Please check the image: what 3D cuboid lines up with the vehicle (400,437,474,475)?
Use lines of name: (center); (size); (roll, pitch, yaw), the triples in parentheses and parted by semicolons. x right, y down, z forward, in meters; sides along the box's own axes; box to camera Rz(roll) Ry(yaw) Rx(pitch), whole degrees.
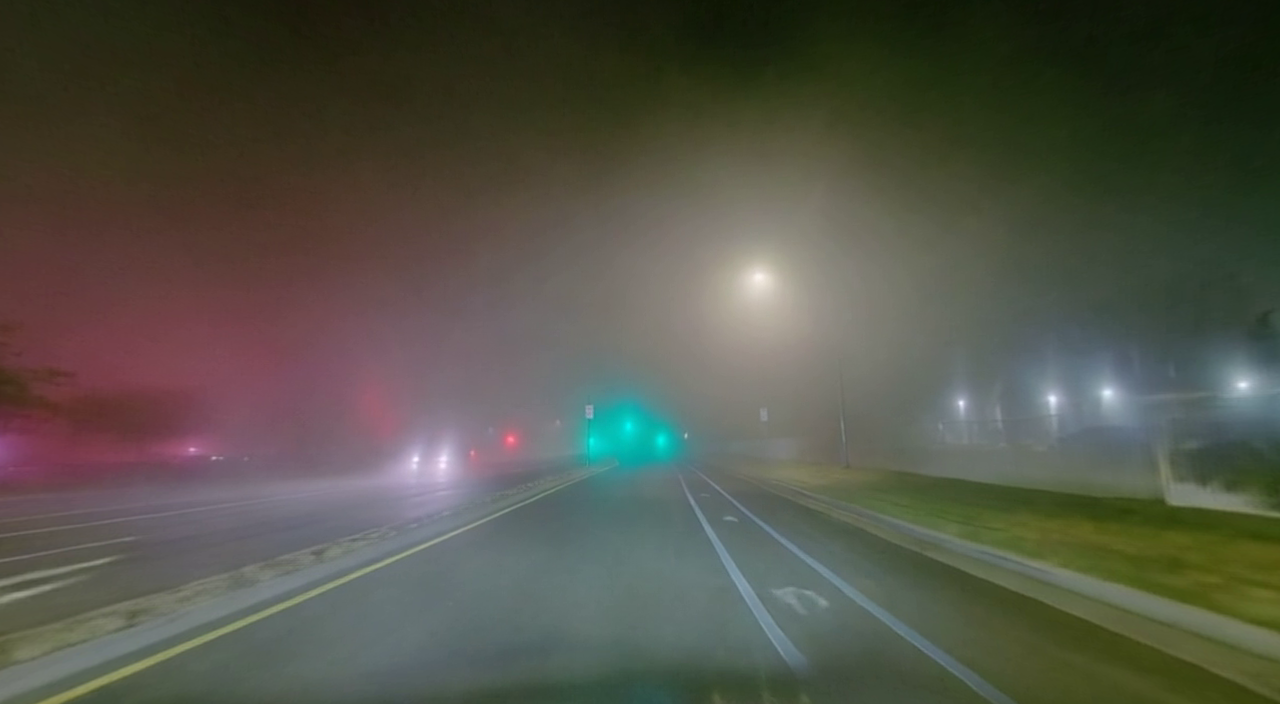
vehicle: (-11.010, 5.678, 34.665); (2.336, 1.905, 4.908); (0, -8, 1)
